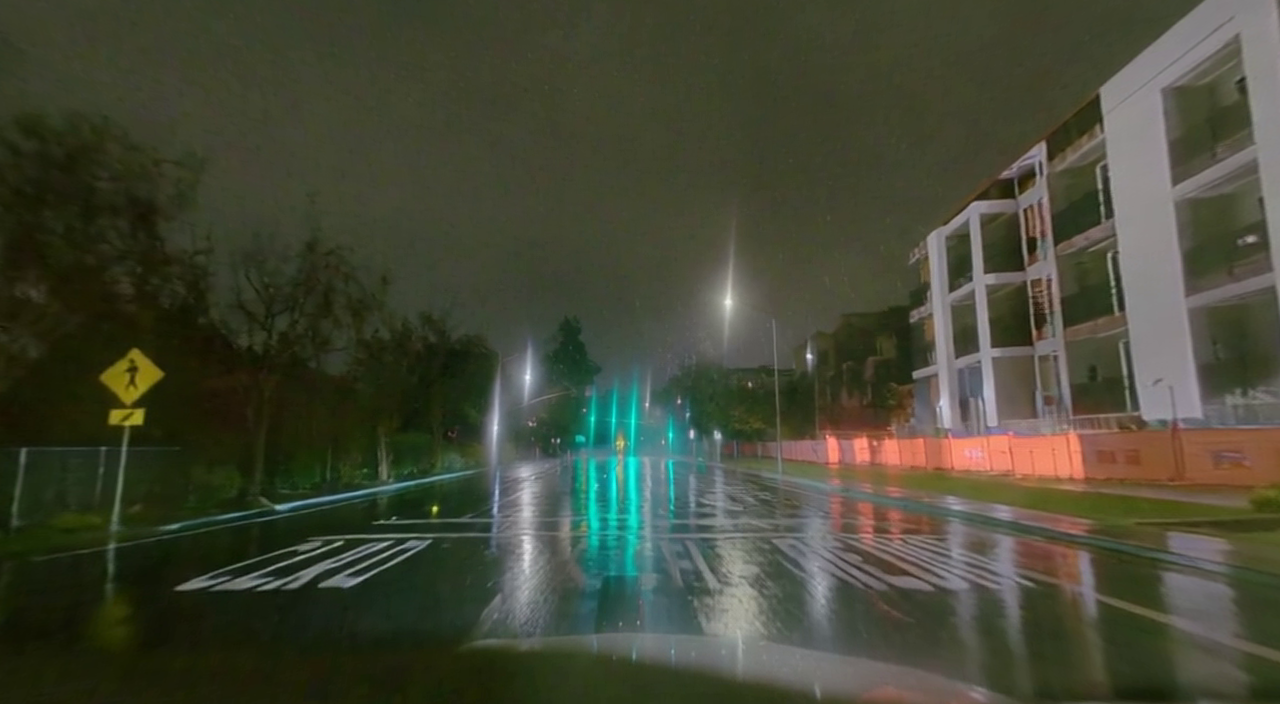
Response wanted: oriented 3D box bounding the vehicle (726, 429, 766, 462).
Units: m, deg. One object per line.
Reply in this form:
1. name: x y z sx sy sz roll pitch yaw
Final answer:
1. vehicle: 8.294 7.339 49.664 2.613 2.434 2.675 2 -8 -3
